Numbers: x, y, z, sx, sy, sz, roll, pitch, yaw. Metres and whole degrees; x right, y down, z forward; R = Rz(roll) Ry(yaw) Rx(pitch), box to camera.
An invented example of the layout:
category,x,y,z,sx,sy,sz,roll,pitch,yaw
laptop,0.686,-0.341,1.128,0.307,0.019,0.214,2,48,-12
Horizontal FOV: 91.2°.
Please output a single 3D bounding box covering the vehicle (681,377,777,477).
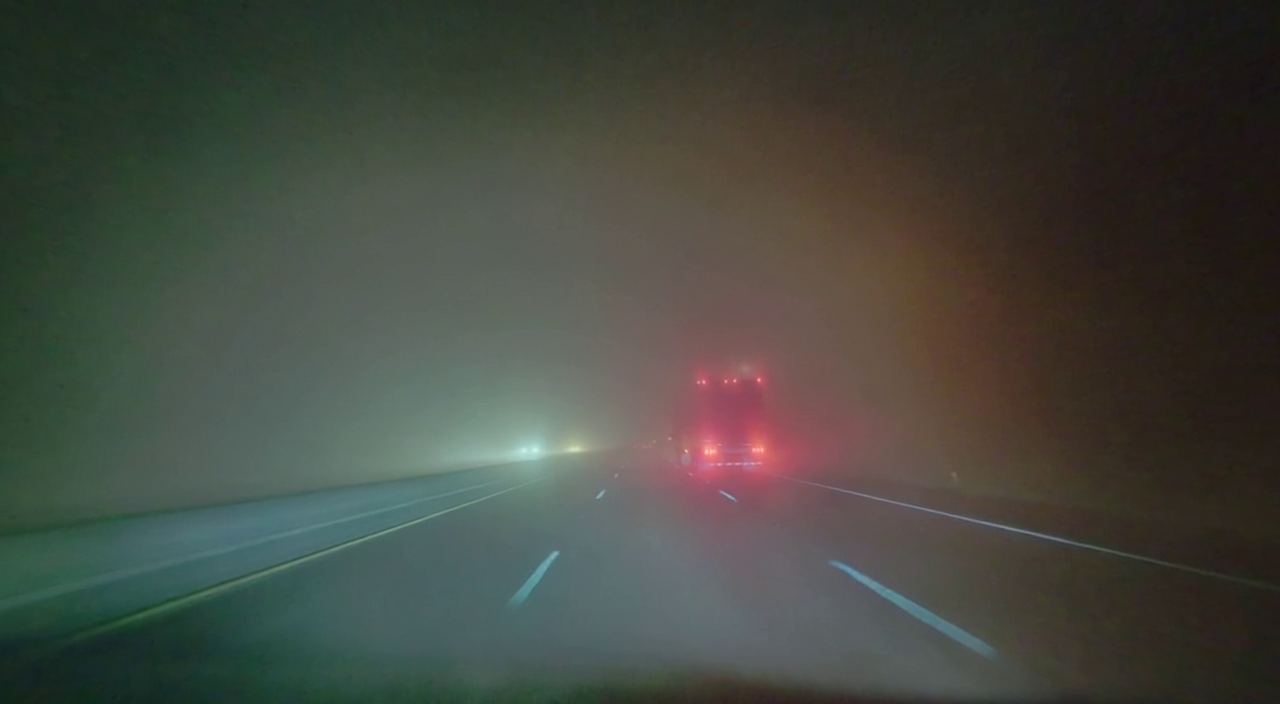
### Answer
category,x,y,z,sx,sy,sz,roll,pitch,yaw
vehicle,4.095,4.113,32.845,2.933,4.100,14.317,0,-8,0
